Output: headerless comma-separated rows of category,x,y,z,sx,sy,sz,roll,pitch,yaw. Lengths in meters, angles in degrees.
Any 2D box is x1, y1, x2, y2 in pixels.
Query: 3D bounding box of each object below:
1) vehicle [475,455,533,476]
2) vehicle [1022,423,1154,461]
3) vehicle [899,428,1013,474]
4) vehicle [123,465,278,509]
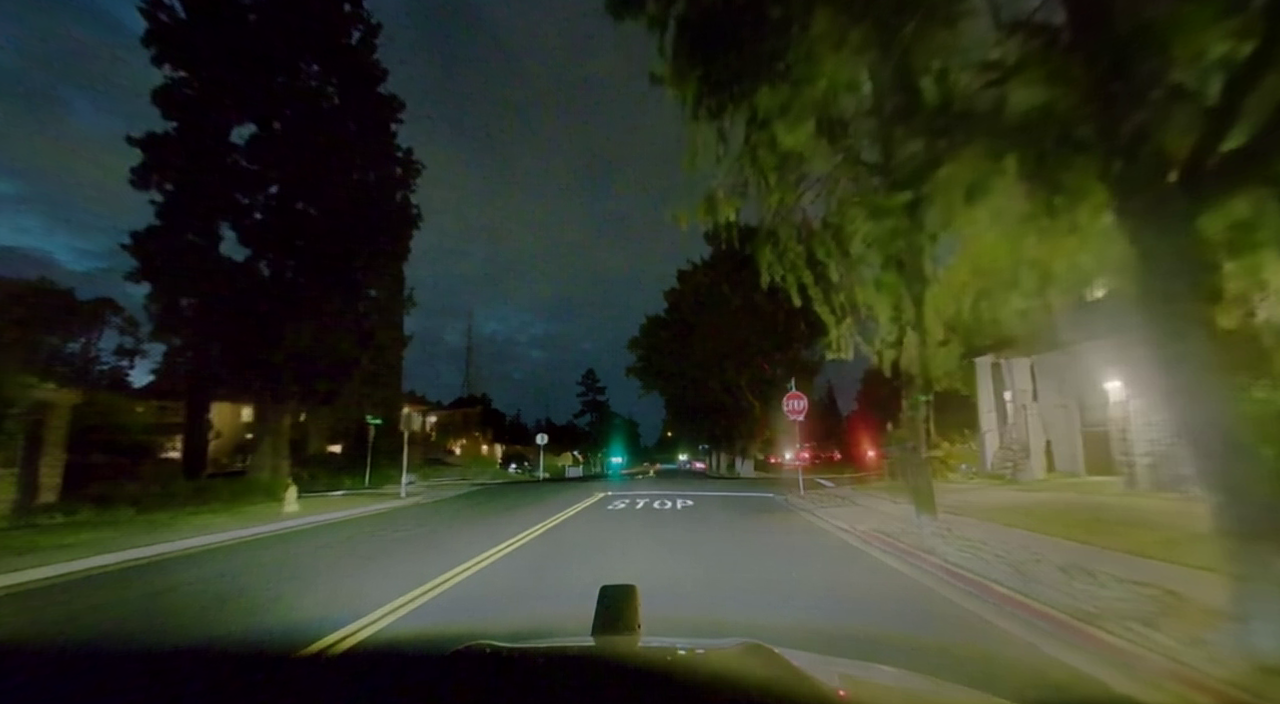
vehicle,-10.230,8.587,47.697,3.937,1.390,1.644,1,-7,3
vehicle,18.621,3.768,26.272,4.682,1.483,1.917,3,-9,-18
vehicle,16.420,5.168,32.927,4.788,1.875,2.148,1,-20,-13
vehicle,-16.431,5.049,23.801,4.320,1.443,1.867,0,-9,-6
